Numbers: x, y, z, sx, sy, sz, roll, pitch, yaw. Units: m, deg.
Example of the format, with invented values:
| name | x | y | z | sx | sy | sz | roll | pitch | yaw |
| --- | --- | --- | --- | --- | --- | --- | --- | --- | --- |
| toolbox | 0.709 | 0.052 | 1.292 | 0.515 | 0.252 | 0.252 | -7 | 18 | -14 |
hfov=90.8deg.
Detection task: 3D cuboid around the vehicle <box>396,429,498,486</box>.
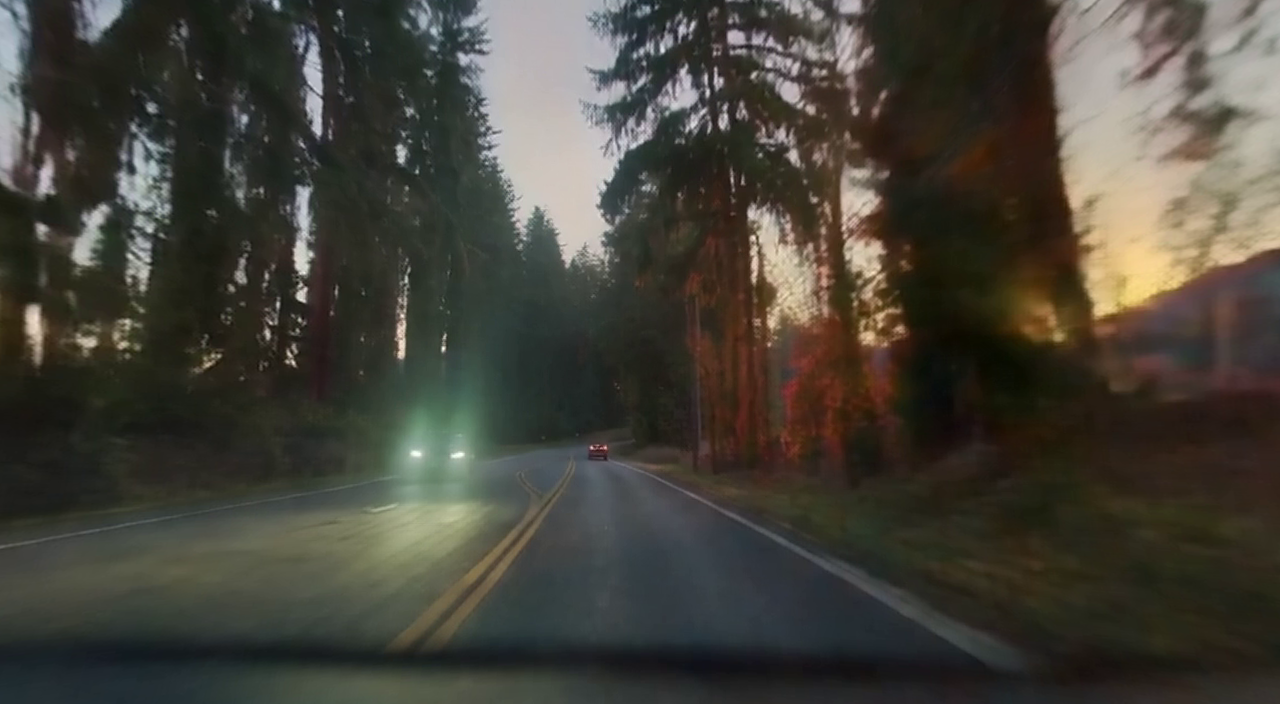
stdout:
| name | x | y | z | sx | sy | sz | roll | pitch | yaw |
| --- | --- | --- | --- | --- | --- | --- | --- | --- | --- |
| vehicle | -6.510 | 3.626 | 21.933 | 2.318 | 1.754 | 4.328 | 0 | -9 | -2 |
